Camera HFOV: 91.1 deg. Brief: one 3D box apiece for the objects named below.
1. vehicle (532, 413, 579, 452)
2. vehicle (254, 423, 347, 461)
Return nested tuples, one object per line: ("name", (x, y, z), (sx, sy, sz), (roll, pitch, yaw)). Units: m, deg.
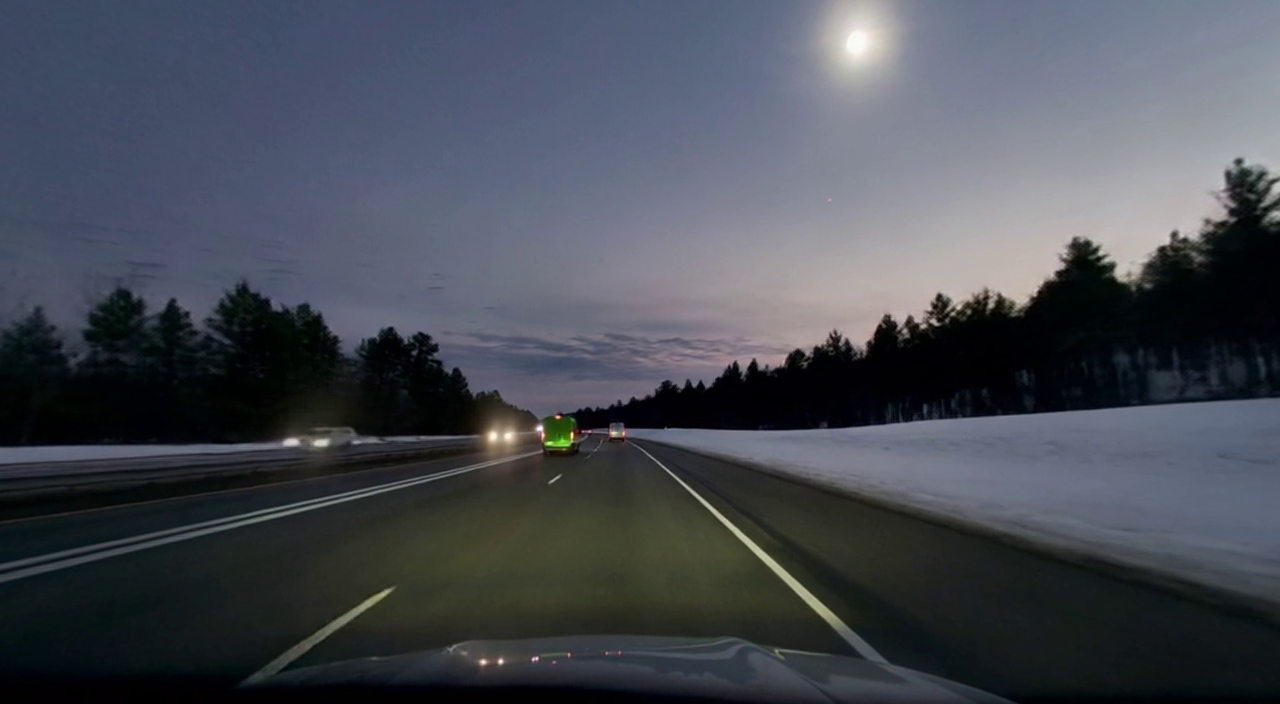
("vehicle", (-5.737, 5.615, 43.628), (2.561, 2.509, 5.465), (0, -8, -1))
("vehicle", (-15.478, 4.117, 28.925), (1.875, 1.585, 4.297), (0, -8, 0))
